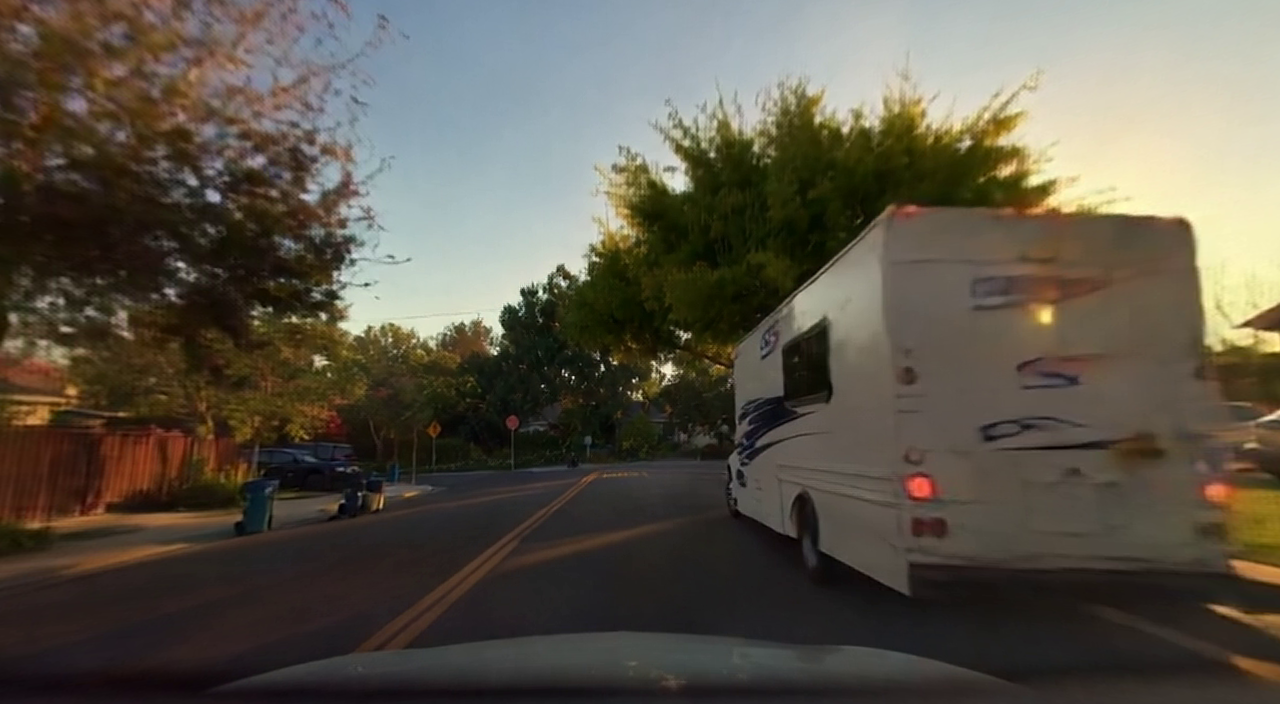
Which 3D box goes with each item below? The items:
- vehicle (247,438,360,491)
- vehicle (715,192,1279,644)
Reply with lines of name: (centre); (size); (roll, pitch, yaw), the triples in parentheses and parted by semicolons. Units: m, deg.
vehicle: (-13.058, 4.370, 24.832); (2.111, 1.856, 4.803); (0, -8, -5)
vehicle: (3.150, 1.037, 8.996); (2.915, 3.243, 8.972); (0, -8, -1)
